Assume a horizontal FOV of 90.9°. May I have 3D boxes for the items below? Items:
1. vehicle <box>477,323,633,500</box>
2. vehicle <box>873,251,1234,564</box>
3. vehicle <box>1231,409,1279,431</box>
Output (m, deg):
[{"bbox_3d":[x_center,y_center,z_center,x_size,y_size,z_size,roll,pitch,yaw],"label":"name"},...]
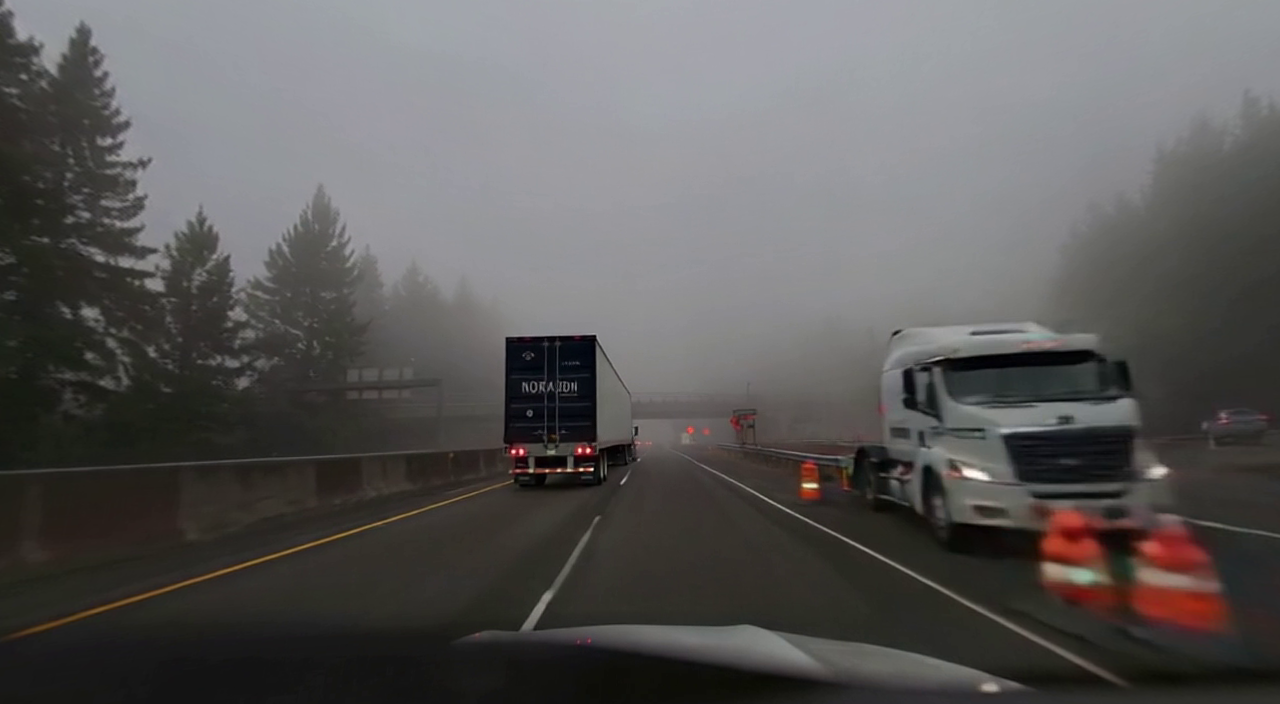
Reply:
[{"bbox_3d":[-2.008,2.509,22.579,2.873,4.060,16.327,0,-8,2],"label":"vehicle"},{"bbox_3d":[5.263,0.808,8.859,2.928,3.571,3.032,-1,-8,6],"label":"vehicle"},{"bbox_3d":[45.878,5.074,46.858,4.509,1.491,1.947,6,-10,-37],"label":"vehicle"}]
